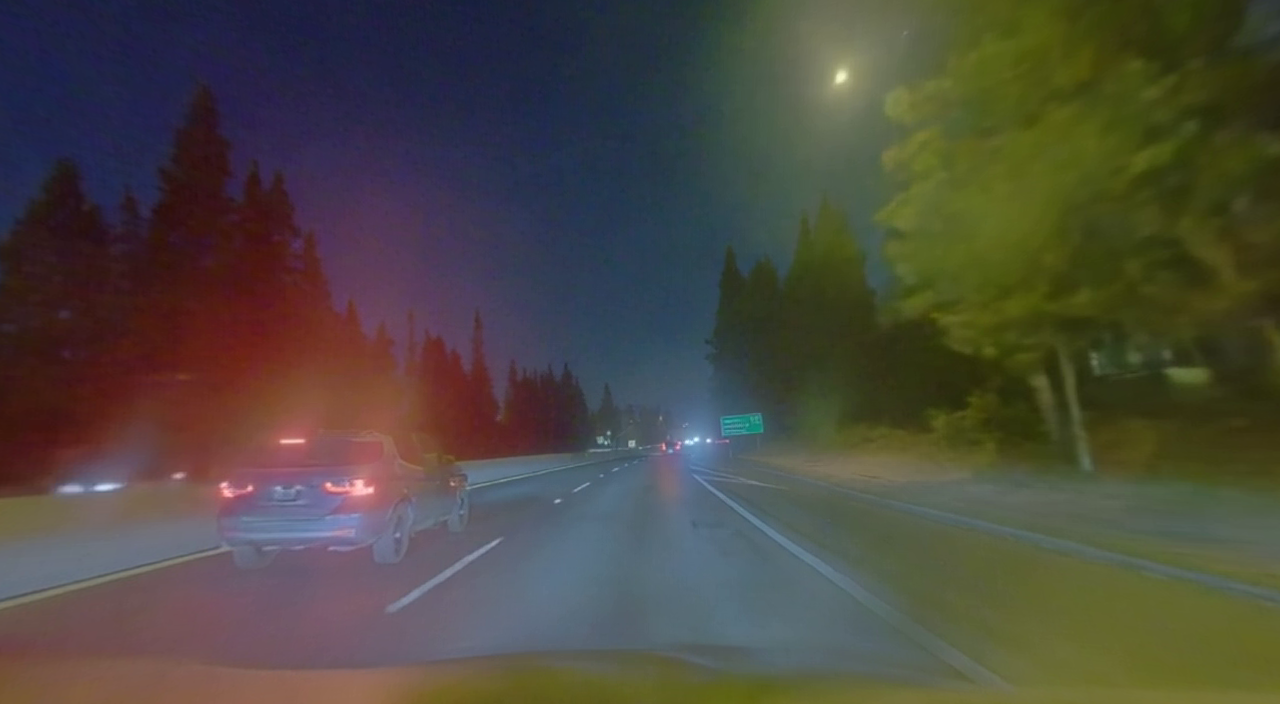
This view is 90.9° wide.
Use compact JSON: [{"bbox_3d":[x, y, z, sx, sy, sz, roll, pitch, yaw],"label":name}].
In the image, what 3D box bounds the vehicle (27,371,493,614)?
[{"bbox_3d":[-3.613,1.516,7.842,2.143,1.851,5.817,-1,-9,0],"label":"vehicle"}]
